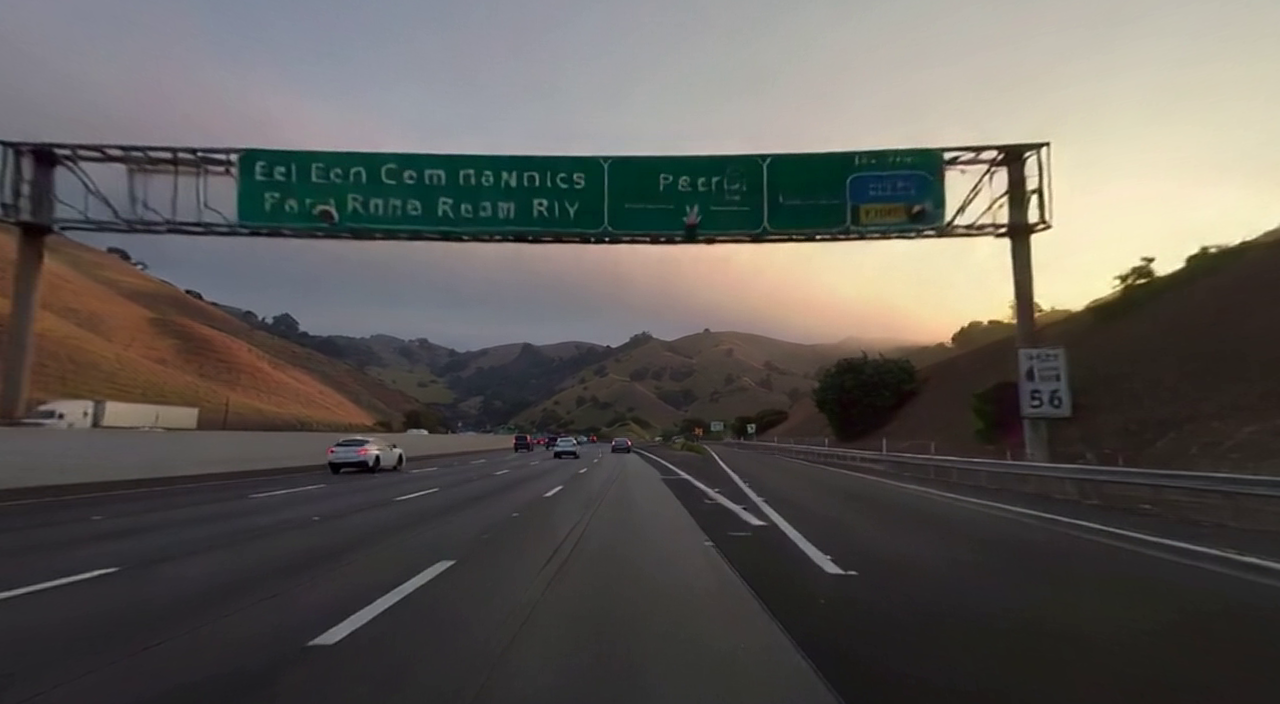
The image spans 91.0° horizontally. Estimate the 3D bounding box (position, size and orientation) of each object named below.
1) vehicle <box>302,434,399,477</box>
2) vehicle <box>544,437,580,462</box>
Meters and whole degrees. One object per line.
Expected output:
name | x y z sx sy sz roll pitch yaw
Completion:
vehicle | -12.007 4.324 26.498 2.047 1.645 4.451 0 -8 -1
vehicle | -5.267 6.651 43.127 2.060 1.631 4.214 0 -8 -2
